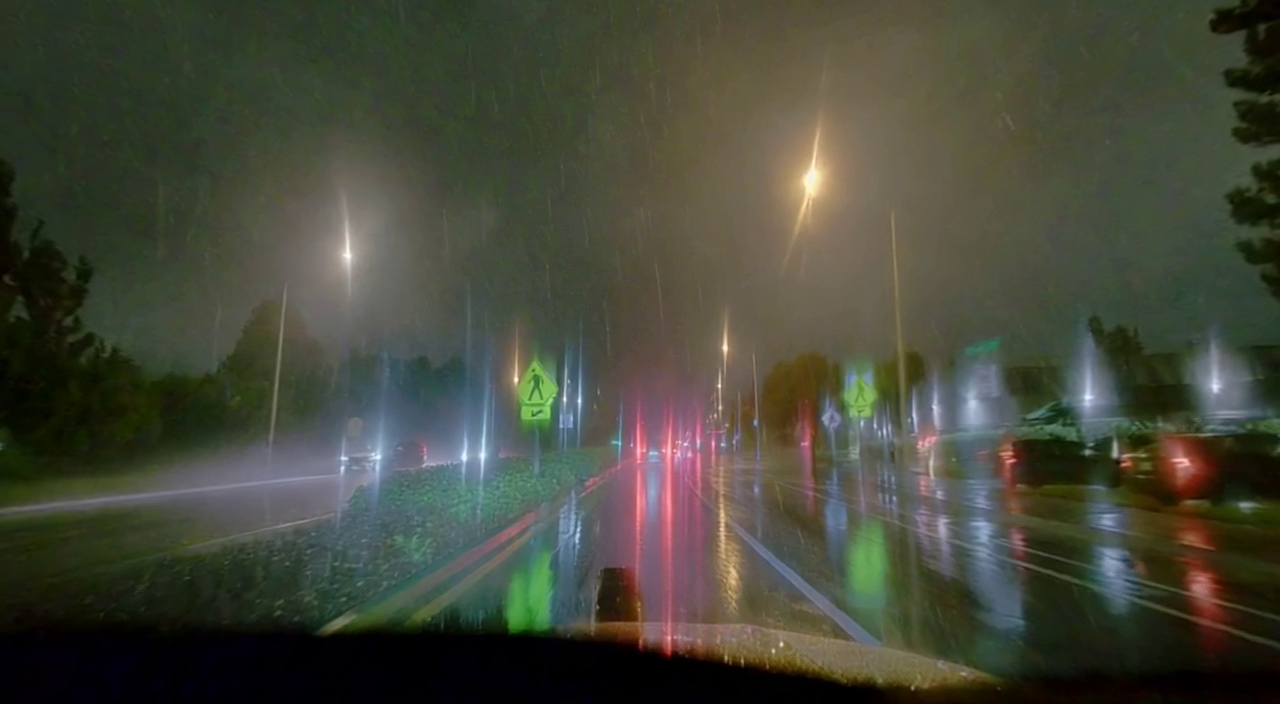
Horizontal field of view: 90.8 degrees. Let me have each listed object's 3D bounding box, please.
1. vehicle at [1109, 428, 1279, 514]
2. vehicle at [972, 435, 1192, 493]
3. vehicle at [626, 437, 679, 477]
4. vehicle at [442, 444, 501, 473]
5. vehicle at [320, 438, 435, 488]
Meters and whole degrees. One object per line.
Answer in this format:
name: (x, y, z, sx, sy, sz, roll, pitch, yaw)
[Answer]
vehicle: (11.961, 2.211, 11.943, 4.502, 1.469, 1.958, -1, -9, 4)
vehicle: (12.047, 3.054, 17.444, 4.627, 1.444, 1.956, 0, -9, -3)
vehicle: (0.552, 4.542, 27.498, 2.158, 1.600, 3.865, -1, -9, 1)
vehicle: (-9.816, 6.232, 37.249, 2.197, 1.606, 4.034, -1, -9, 3)
vehicle: (-10.257, 4.386, 25.286, 2.162, 1.767, 5.368, -1, -9, 1)
